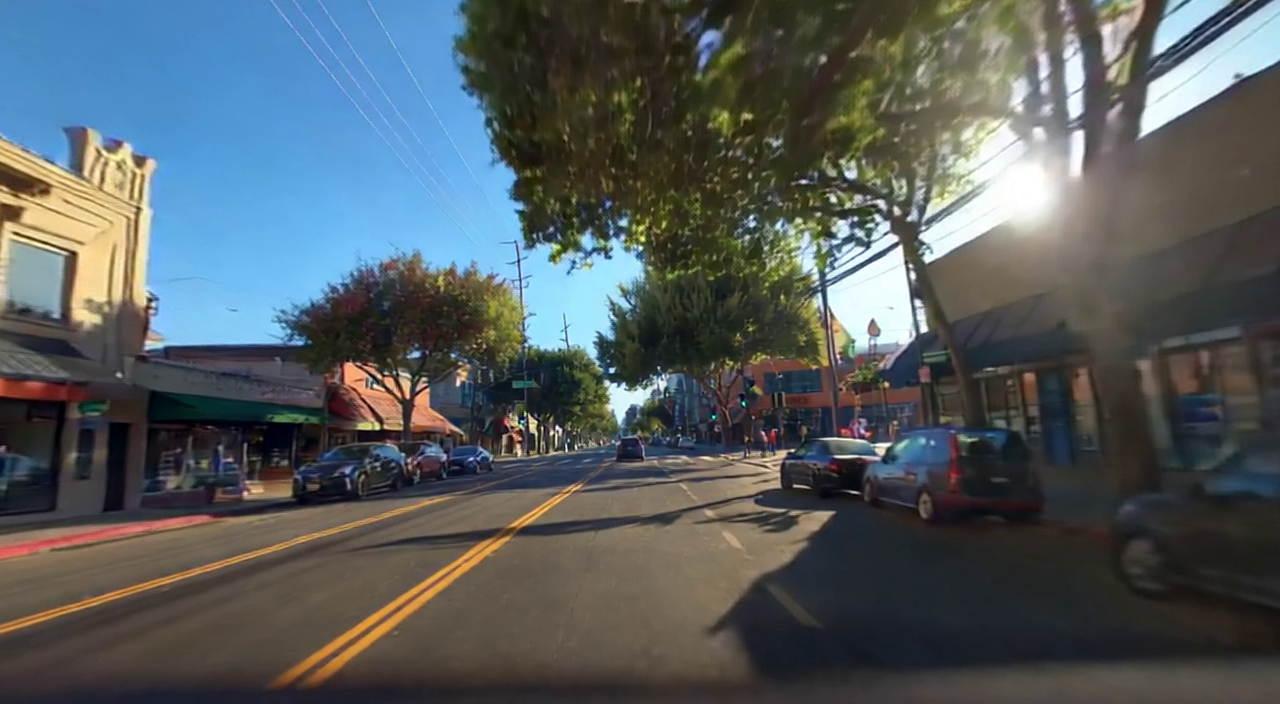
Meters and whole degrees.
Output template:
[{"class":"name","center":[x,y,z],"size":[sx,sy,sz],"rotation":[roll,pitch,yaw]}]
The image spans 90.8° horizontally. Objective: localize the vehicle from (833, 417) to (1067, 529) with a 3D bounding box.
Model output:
[{"class":"vehicle","center":[5.787,2.301,12.723],"size":[2.070,1.761,4.848],"rotation":[-1,-8,-2]}]

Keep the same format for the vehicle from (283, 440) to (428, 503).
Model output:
[{"class":"vehicle","center":[-9.521,4.065,21.890],"size":[2.305,1.883,5.580],"rotation":[0,-9,1]}]

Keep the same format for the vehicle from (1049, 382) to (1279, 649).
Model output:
[{"class":"vehicle","center":[5.625,1.010,3.612],"size":[2.293,1.830,6.070],"rotation":[0,-9,-3]}]

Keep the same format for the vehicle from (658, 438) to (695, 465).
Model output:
[{"class":"vehicle","center":[2.231,6.251,39.858],"size":[1.998,1.580,4.015],"rotation":[0,-9,-1]}]

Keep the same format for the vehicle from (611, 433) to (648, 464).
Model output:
[{"class":"vehicle","center":[-0.666,6.307,41.263],"size":[2.301,1.854,4.919],"rotation":[0,-9,0]}]

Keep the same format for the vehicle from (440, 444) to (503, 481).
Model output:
[{"class":"vehicle","center":[-9.852,6.465,37.466],"size":[2.048,1.985,6.011],"rotation":[0,-9,0]}]
